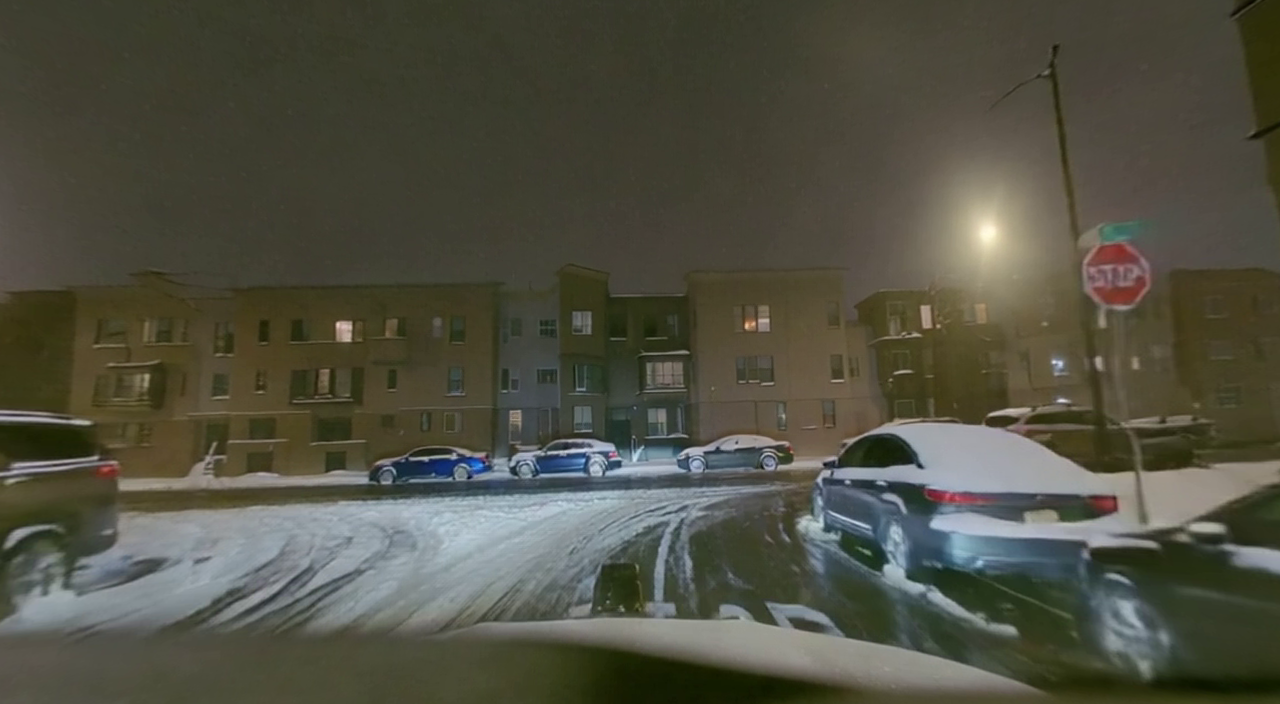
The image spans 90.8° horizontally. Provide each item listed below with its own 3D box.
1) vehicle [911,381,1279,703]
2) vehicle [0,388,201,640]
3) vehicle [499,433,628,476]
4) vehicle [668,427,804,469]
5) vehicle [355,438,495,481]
[{"bbox_3d":[3.143,0.878,2.258,2.024,1.503,4.565,1,-8,-5],"label":"vehicle"},{"bbox_3d":[-5.922,1.131,4.077,2.208,1.903,6.040,1,-8,-4],"label":"vehicle"},{"bbox_3d":[-2.744,3.755,23.260,4.489,1.470,1.776,1,-8,-4],"label":"vehicle"},{"bbox_3d":[3.475,3.575,23.496,4.681,1.480,1.817,1,-8,-3],"label":"vehicle"},{"bbox_3d":[-7.672,3.878,22.897,4.423,1.449,1.813,1,-8,-5],"label":"vehicle"}]
